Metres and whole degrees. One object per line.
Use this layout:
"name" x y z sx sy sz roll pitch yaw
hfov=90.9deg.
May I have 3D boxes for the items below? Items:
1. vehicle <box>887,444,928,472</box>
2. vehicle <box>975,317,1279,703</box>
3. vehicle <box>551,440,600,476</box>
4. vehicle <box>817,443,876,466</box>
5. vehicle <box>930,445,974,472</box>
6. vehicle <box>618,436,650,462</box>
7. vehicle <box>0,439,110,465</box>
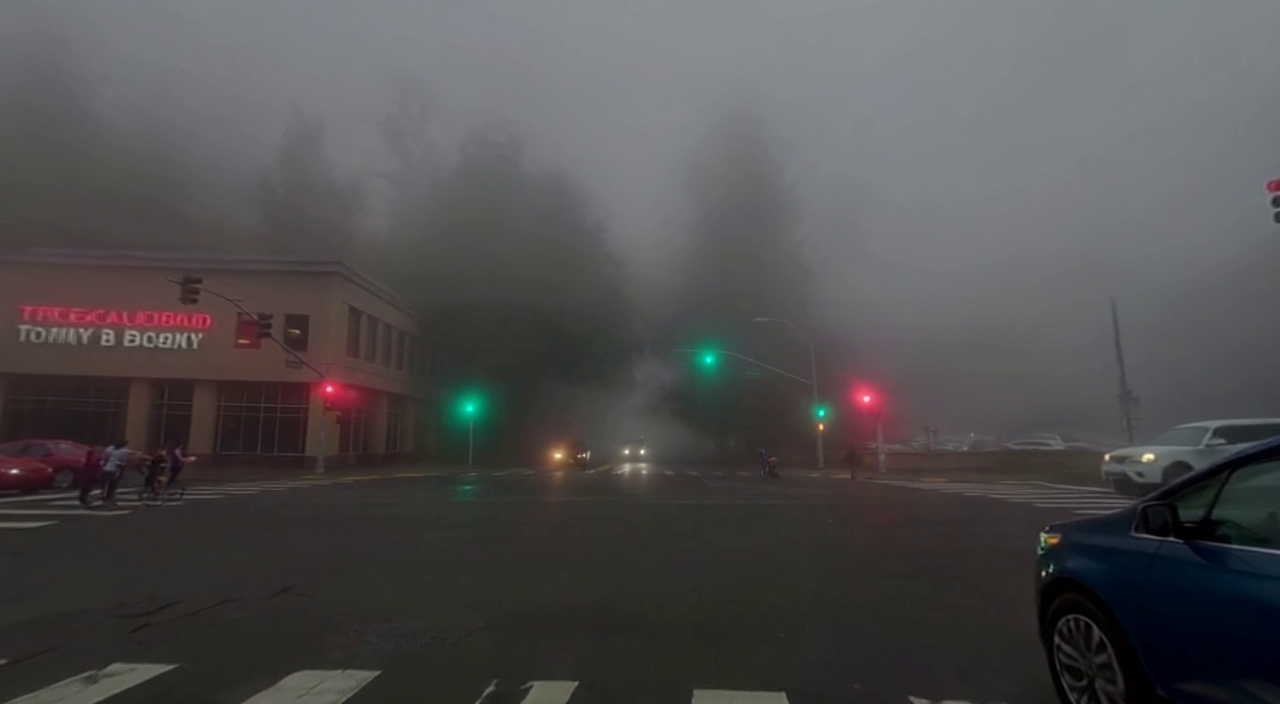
"vehicle" 15.855 6.262 37.527 1.875 1.543 3.853 -3 -9 19
"vehicle" 2.868 0.656 1.041 2.048 1.725 4.754 0 -8 1
"vehicle" -3.141 5.245 31.453 1.961 1.658 4.064 0 -8 1
"vehicle" 15.084 7.473 46.247 1.924 1.579 4.084 3 -9 -20
"vehicle" 18.281 6.220 37.046 1.791 1.520 3.649 -3 -9 19
"vehicle" -0.551 7.639 49.772 2.390 1.948 5.344 0 -8 -2
"vehicle" -36.500 6.215 39.428 4.671 1.543 1.846 4 -9 -27
